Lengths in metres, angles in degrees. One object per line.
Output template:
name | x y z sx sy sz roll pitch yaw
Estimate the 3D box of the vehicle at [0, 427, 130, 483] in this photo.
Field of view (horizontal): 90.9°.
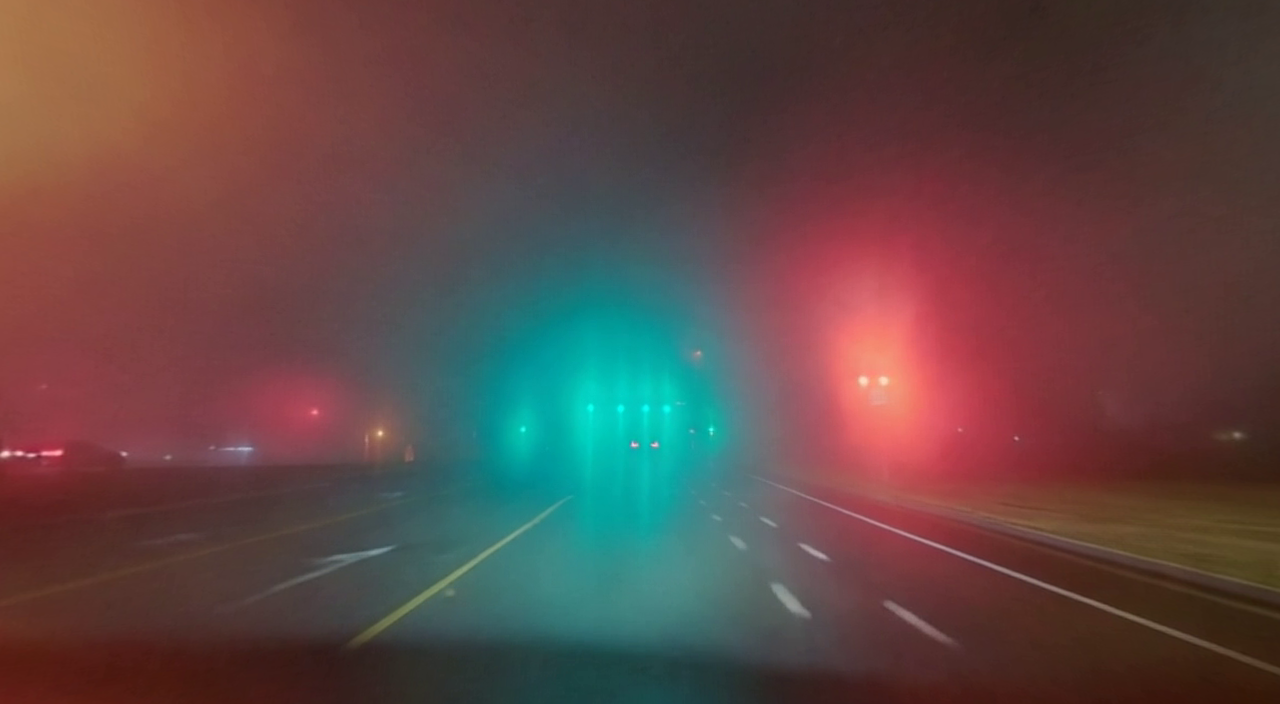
vehicle | -38.397 6.674 41.055 7.489 3.516 2.773 0 -9 -3
